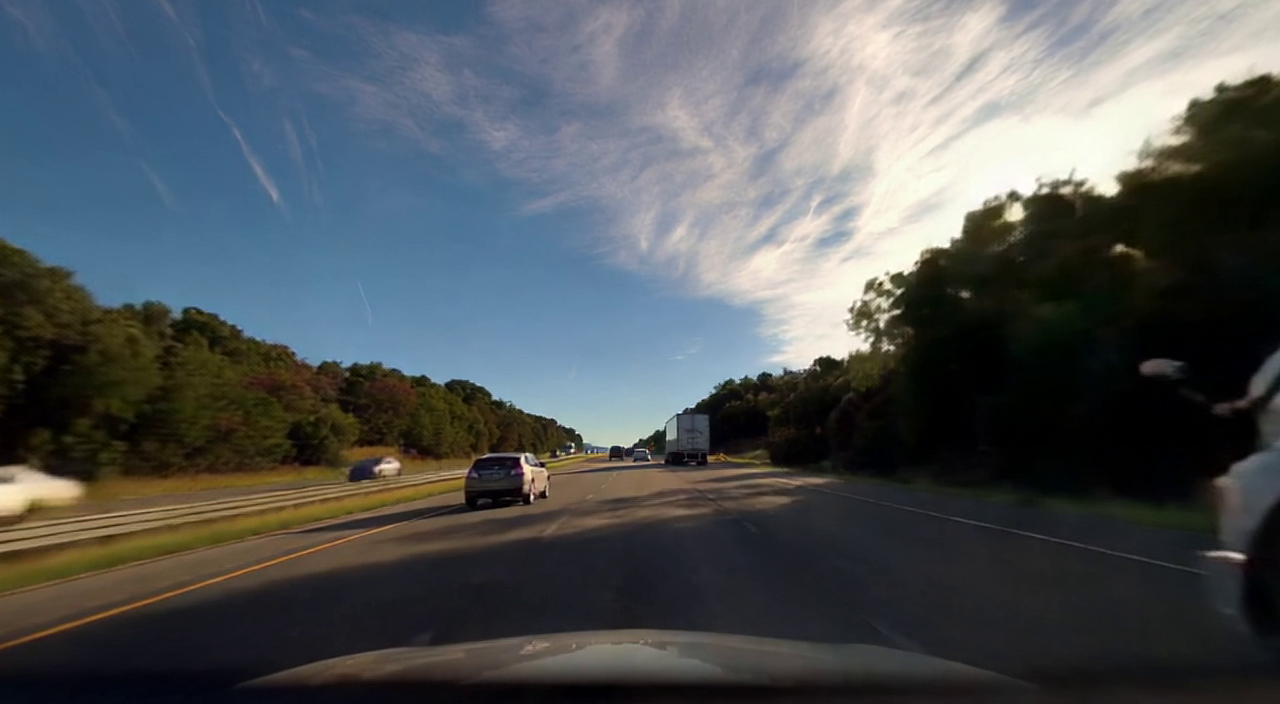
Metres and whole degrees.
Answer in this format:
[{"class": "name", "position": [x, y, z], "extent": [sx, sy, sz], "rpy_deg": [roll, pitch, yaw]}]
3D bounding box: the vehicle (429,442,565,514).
[{"class": "vehicle", "position": [-3.199, 2.949, 15.272], "extent": [2.121, 1.445, 4.651], "rpy_deg": [0, -9, 1]}]
